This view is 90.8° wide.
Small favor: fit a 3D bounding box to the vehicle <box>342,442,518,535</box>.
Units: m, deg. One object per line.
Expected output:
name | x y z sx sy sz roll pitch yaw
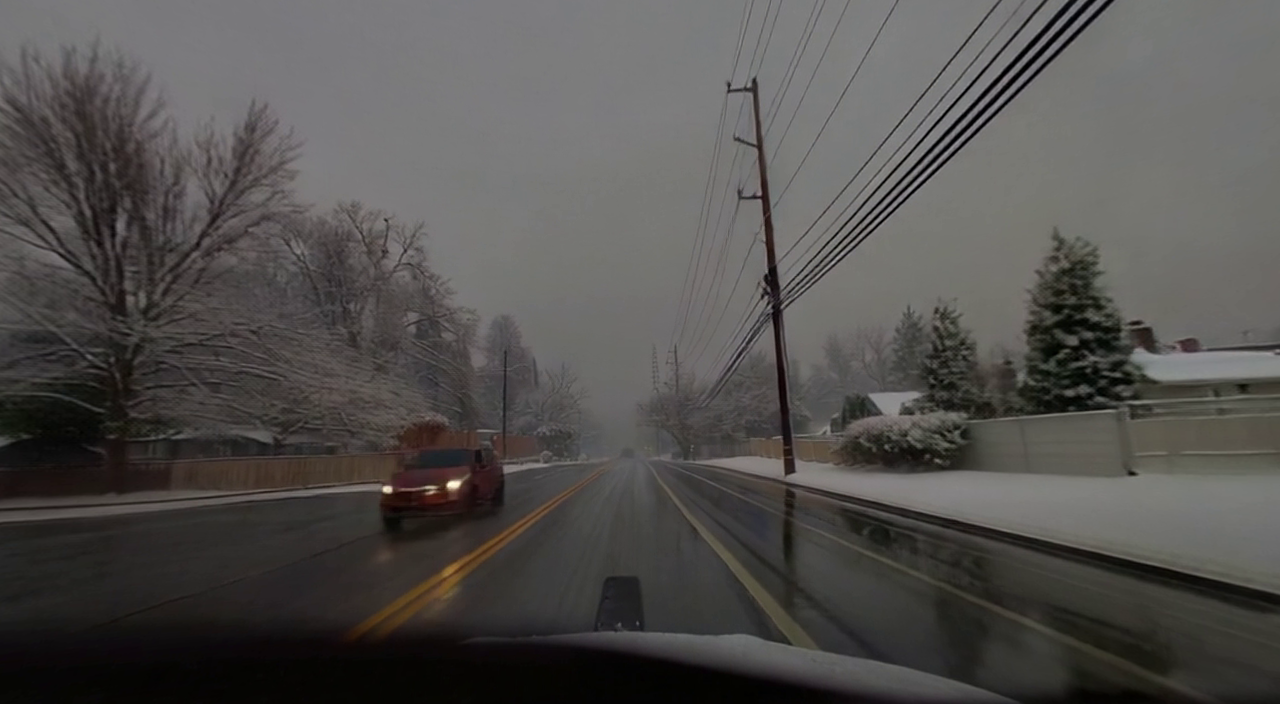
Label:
vehicle | -3.882 2.582 12.589 2.074 1.511 4.126 0 -9 0
